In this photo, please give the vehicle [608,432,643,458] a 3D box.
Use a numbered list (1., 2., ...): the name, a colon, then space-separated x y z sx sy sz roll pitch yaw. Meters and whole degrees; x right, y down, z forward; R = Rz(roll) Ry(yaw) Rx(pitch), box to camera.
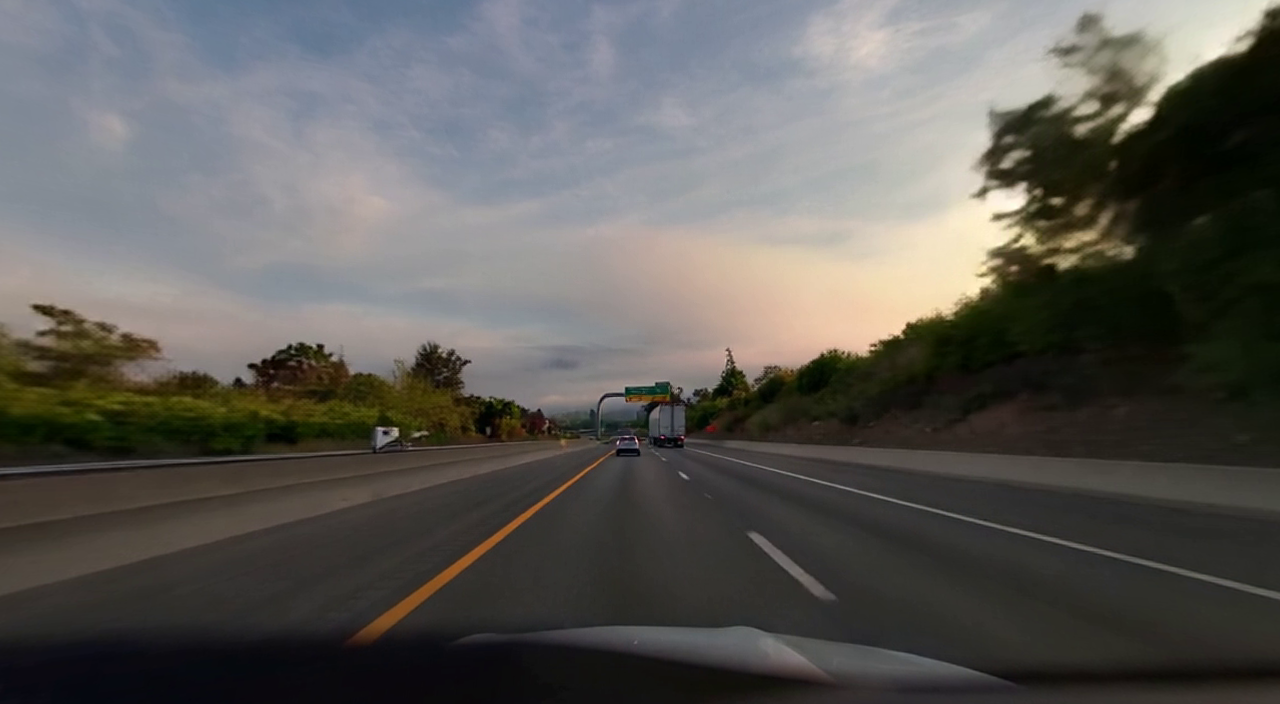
1. vehicle: -0.874 5.867 39.778 2.095 1.557 3.963 0 -8 -1
